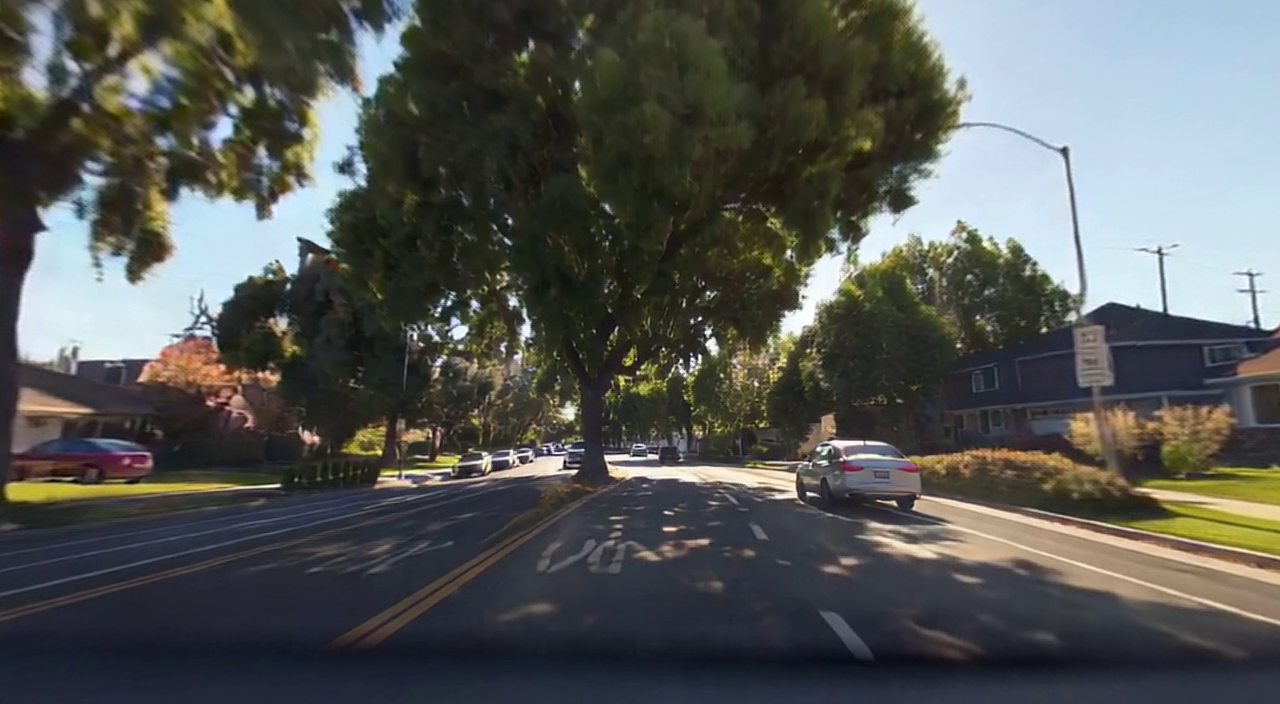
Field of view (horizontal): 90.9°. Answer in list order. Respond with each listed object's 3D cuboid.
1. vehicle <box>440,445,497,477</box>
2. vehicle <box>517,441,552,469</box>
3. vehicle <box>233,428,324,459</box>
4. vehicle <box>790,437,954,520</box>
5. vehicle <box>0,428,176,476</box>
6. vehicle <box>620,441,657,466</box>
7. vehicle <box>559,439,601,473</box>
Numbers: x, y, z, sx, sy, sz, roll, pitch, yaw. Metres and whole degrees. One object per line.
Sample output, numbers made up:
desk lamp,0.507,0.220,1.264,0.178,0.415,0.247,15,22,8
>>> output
vehicle,-9.841,6.263,36.556,2.038,1.690,4.825,0,-8,-2
vehicle,-7.234,7.102,43.703,2.075,1.822,5.096,1,-8,-6
vehicle,-23.979,6.090,41.980,4.772,1.877,2.038,0,-8,-10
vehicle,4.821,2.667,13.894,1.934,1.506,4.282,0,-8,-1
vehicle,-19.150,3.484,22.011,4.377,1.570,1.871,0,-8,0
vehicle,-0.147,7.146,44.639,2.106,1.667,4.367,1,-8,-7
vehicle,-3.239,5.673,34.738,2.081,1.721,4.228,0,-8,-3
